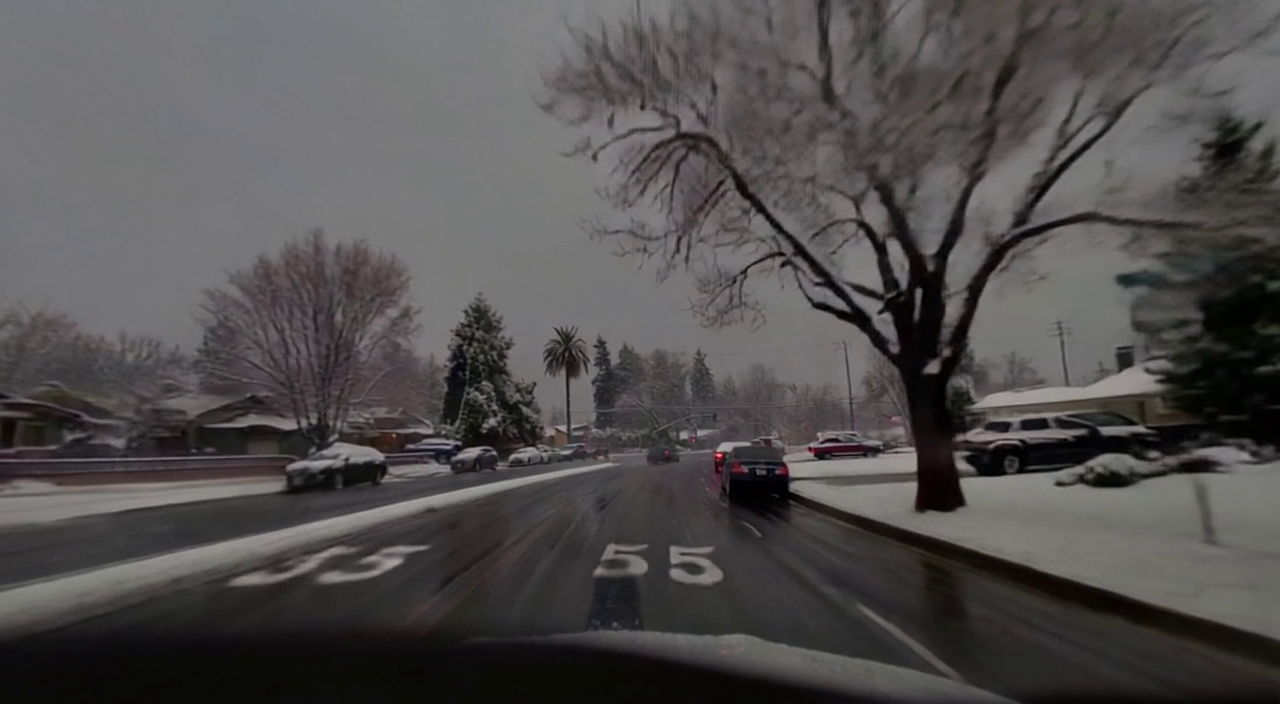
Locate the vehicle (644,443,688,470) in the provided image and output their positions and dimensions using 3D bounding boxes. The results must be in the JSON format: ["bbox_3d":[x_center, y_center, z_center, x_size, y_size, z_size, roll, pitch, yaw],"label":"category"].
[{"bbox_3d":[1.640,6.281,38.143,2.035,1.474,4.284,-2,-9,11],"label":"vehicle"}]

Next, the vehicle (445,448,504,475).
[{"bbox_3d":[-11.231,7.461,43.240,1.967,1.736,4.730,-2,-9,11],"label":"vehicle"}]

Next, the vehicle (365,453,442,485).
[{"bbox_3d":[-12.540,6.190,33.793,1.866,1.501,4.681,-1,-9,7],"label":"vehicle"}]

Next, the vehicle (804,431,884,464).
[{"bbox_3d":[12.832,6.081,40.001,4.557,1.795,1.986,-5,-10,16],"label":"vehicle"}]

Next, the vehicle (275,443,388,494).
[{"bbox_3d":[-13.194,5.008,27.475,2.131,1.902,4.924,-3,-9,5],"label":"vehicle"}]

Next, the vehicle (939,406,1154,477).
[{"bbox_3d":[13.087,2.979,20.861,5.550,2.066,2.288,-5,-10,29],"label":"vehicle"}]

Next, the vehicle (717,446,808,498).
[{"bbox_3d":[3.662,3.661,19.766,2.037,1.425,4.621,0,-9,1],"label":"vehicle"}]
